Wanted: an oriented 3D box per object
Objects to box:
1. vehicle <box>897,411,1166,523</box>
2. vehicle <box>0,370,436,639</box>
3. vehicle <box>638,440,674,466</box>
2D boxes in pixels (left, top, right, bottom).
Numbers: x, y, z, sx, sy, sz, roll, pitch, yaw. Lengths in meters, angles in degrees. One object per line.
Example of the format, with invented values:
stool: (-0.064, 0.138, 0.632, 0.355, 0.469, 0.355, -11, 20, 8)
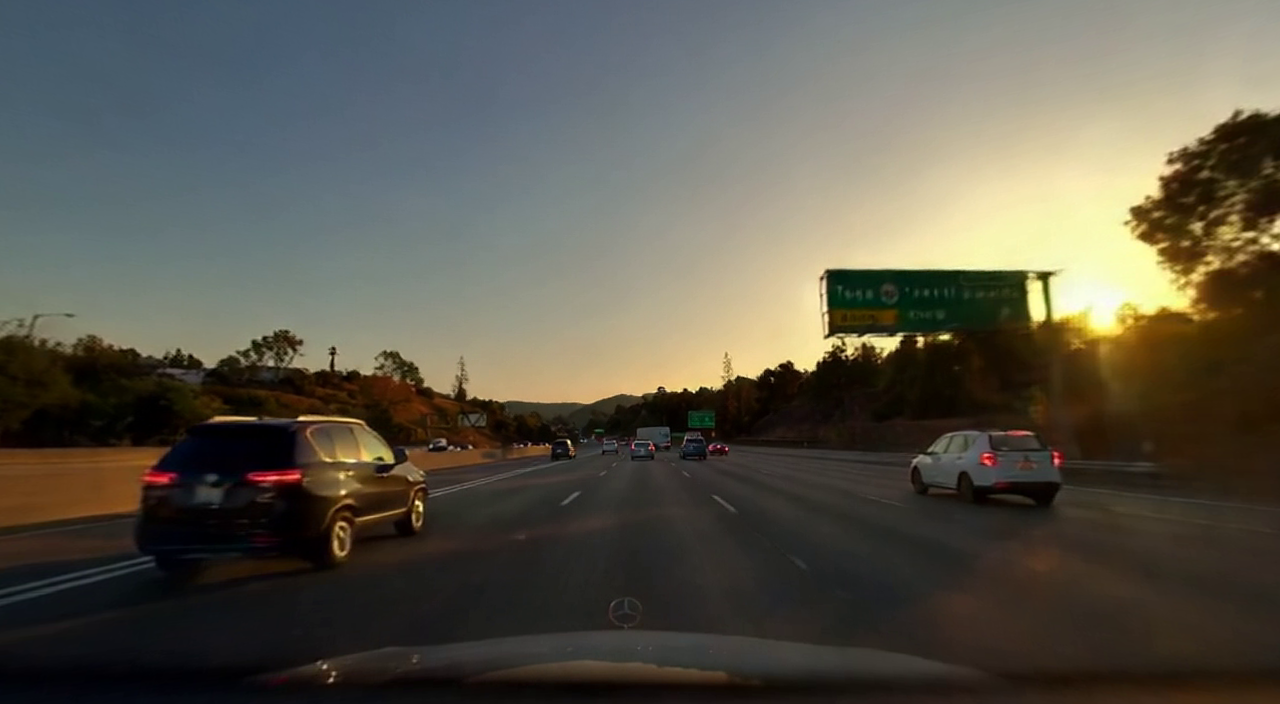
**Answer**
vehicle: (7.284, 2.205, 12.607, 2.123, 1.756, 4.959, 0, -8, -1)
vehicle: (-4.036, 1.351, 6.630, 2.118, 1.750, 4.875, 0, -8, 0)
vehicle: (0.905, 6.104, 38.368, 2.050, 1.452, 3.917, 0, -8, -1)
